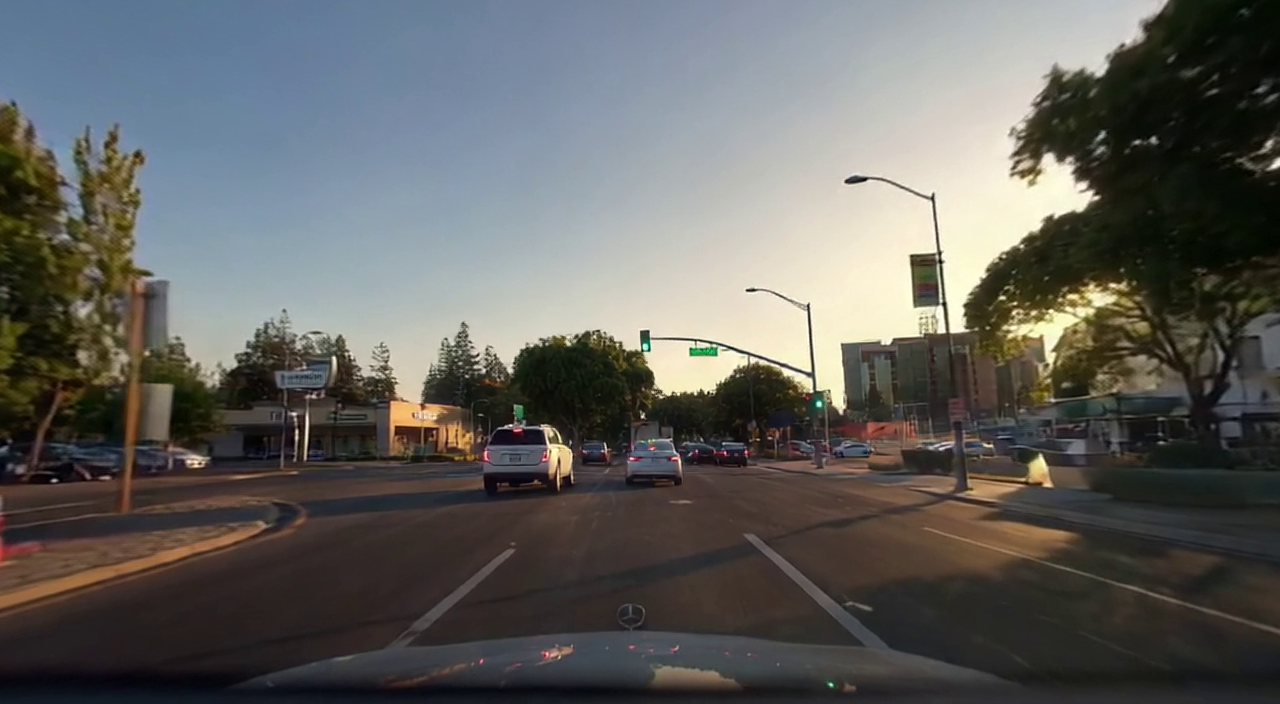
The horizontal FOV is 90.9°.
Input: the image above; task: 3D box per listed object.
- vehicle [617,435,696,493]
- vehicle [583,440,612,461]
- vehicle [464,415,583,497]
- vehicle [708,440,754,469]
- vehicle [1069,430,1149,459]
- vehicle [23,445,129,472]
[{"bbox_3d":[0.414,3.224,18.500,2.061,1.494,4.079,0,-8,0],"label":"vehicle"},{"bbox_3d":[-3.160,7.365,47.191,1.902,1.522,3.523,0,-8,0],"label":"vehicle"},{"bbox_3d":[-3.012,2.862,17.642,2.289,1.935,5.227,0,-8,0],"label":"vehicle"},{"bbox_3d":[5.004,5.675,35.192,1.900,1.507,4.151,0,-8,0],"label":"vehicle"},{"bbox_3d":[32.871,6.439,44.130,5.720,1.822,2.307,3,-9,-30],"label":"vehicle"},{"bbox_3d":[-30.771,5.798,34.458,3.979,1.442,1.793,0,-8,0],"label":"vehicle"}]
